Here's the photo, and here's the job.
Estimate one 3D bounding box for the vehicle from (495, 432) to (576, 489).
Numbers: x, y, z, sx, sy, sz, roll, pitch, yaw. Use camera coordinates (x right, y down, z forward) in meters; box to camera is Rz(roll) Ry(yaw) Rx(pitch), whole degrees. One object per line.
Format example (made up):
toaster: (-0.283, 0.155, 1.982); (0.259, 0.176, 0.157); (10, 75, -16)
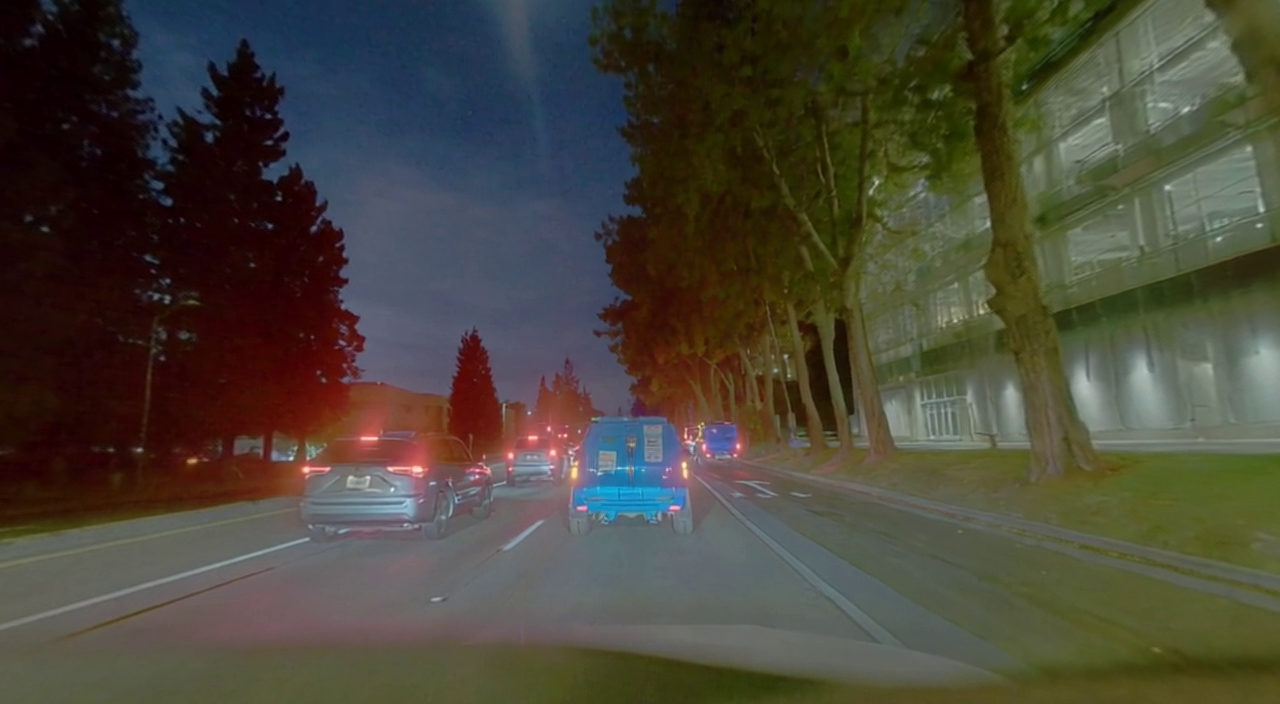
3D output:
vehicle: (-3.245, 3.461, 20.351); (1.894, 1.642, 3.861); (0, -8, 1)

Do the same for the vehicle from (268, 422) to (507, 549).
vehicle: (-3.740, 2.058, 10.487); (1.959, 1.614, 4.676); (0, -8, 1)

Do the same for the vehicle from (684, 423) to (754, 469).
vehicle: (3.796, 4.727, 31.603); (2.655, 2.054, 6.098); (0, -8, 0)

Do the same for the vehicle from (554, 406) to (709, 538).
vehicle: (-0.089, 1.916, 10.562); (2.075, 1.770, 4.018); (0, -8, 1)
